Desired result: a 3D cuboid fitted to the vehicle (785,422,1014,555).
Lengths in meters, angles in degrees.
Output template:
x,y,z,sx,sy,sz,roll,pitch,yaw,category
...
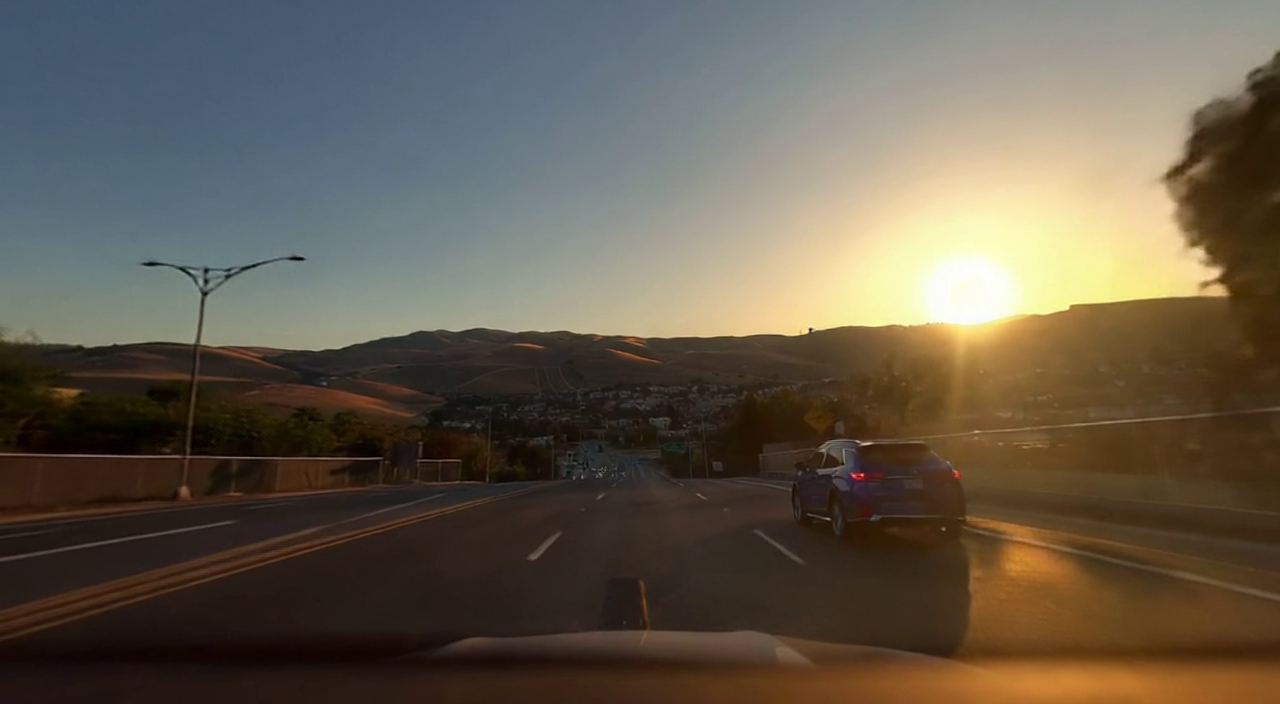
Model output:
x,y,z,sx,sy,sz,roll,pitch,yaw,category
3.905,2.117,10.487,1.989,1.730,4.324,0,-9,1,vehicle
